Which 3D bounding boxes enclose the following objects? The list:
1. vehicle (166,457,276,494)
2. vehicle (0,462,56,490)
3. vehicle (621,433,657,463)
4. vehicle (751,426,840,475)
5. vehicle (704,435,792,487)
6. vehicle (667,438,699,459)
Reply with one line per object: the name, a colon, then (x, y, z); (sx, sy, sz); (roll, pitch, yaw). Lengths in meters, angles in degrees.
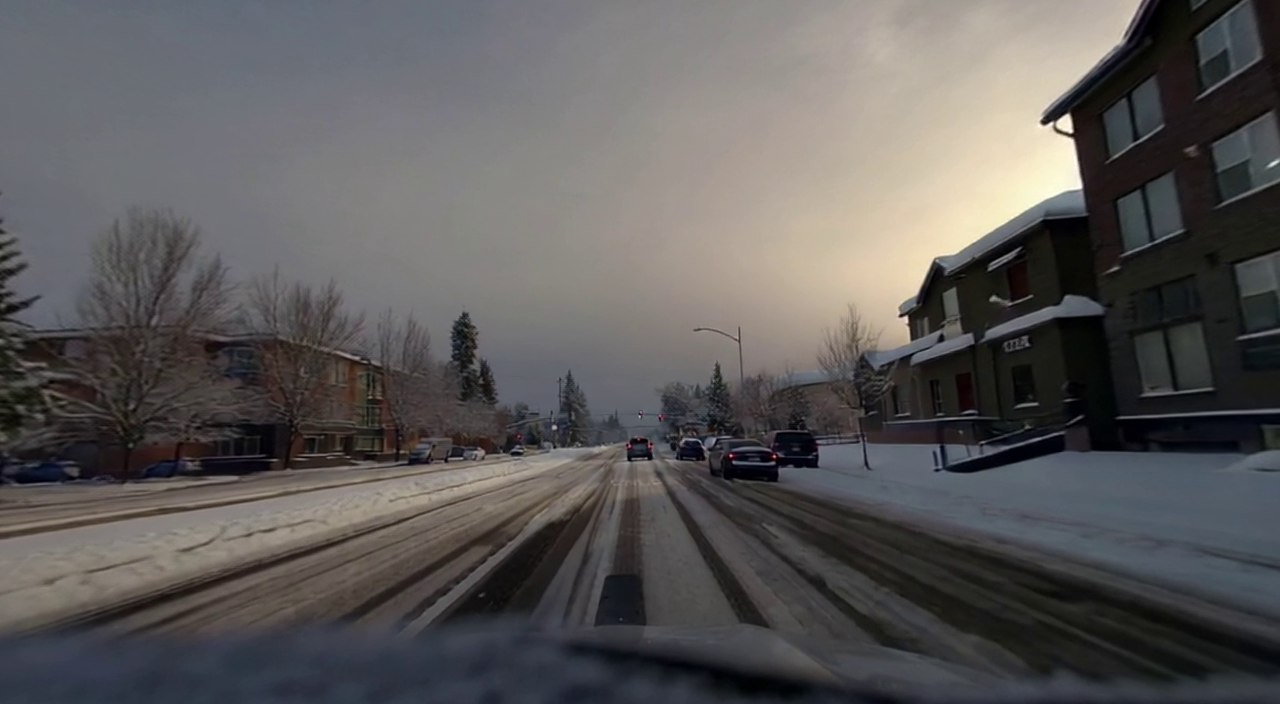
vehicle: (-19.361, 5.687, 29.393); (1.886, 1.495, 4.593); (0, -9, 1)
vehicle: (-41.664, 8.171, 41.475); (4.550, 1.660, 2.054); (-1, -8, 5)
vehicle: (-0.105, 6.362, 41.811); (2.239, 1.856, 4.815); (0, -9, -1)
vehicle: (6.776, 4.390, 28.234); (2.378, 1.946, 5.826); (0, -9, -1)
vehicle: (3.391, 3.518, 20.707); (1.977, 1.498, 4.521); (0, -9, -1)
vehicle: (3.315, 7.532, 49.152); (2.178, 1.546, 4.311); (0, -9, 0)
